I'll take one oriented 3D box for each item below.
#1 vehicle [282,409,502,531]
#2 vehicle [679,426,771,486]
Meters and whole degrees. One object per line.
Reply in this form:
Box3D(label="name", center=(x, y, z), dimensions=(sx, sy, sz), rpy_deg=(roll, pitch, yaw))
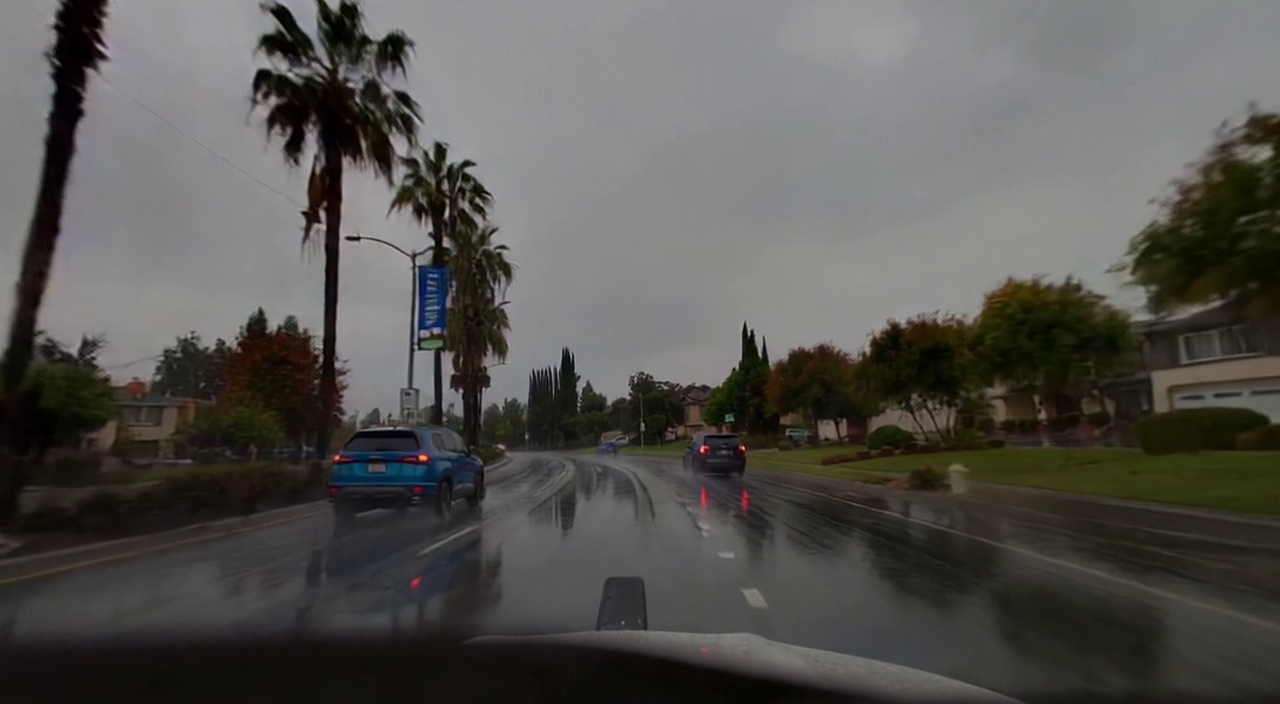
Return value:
Box3D(label="vehicle", center=(-4.147, 2.072, 11.621), dimensions=(2.150, 1.768, 4.868), rpy_deg=(0, -8, -1))
Box3D(label="vehicle", center=(2.760, 3.531, 21.612), dimensions=(2.195, 1.804, 4.658), rpy_deg=(1, -8, -4))
